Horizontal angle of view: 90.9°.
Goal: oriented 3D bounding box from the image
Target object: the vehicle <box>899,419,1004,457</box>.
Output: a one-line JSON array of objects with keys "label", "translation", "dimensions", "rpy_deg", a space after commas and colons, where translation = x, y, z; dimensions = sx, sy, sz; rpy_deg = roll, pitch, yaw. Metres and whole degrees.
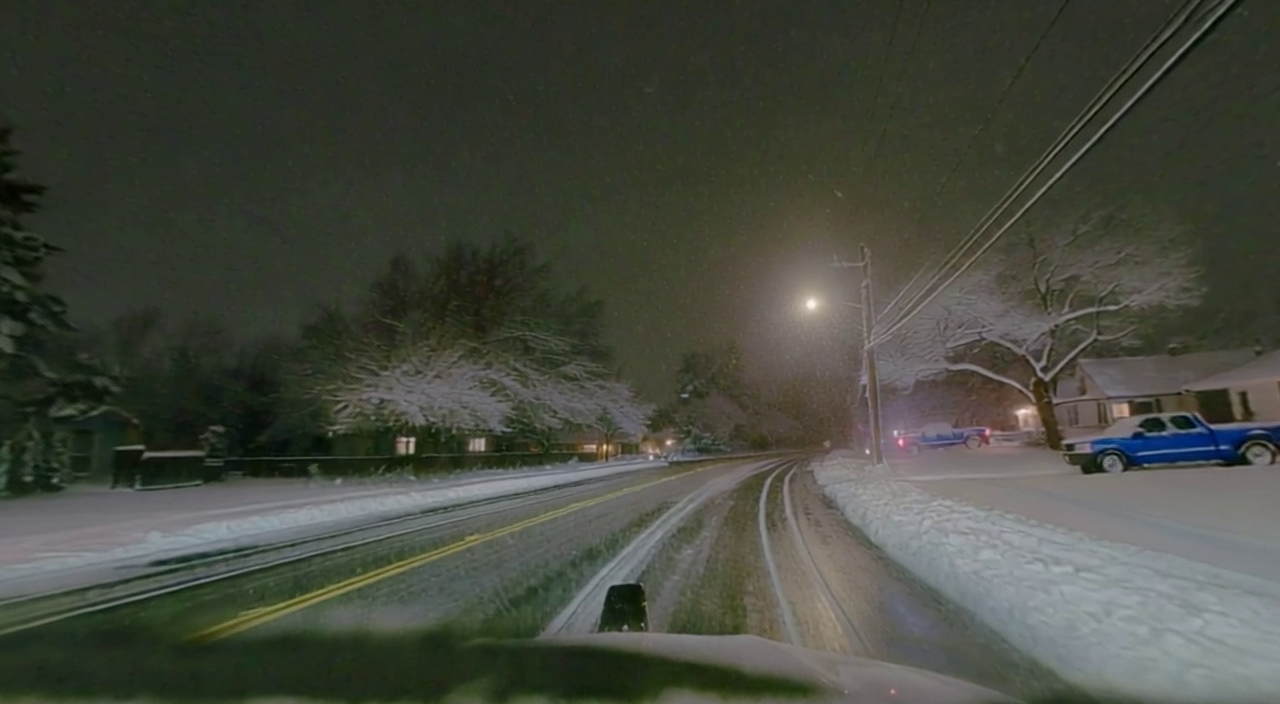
[{"label": "vehicle", "translation": [19.676, 5.563, 40.173], "dimensions": [5.704, 1.788, 2.095], "rpy_deg": [-9, -13, 21]}]

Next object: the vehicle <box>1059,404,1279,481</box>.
[{"label": "vehicle", "translation": [13.184, 2.165, 15.137], "dimensions": [4.644, 1.441, 2.074], "rpy_deg": [-8, -11, 18]}]
